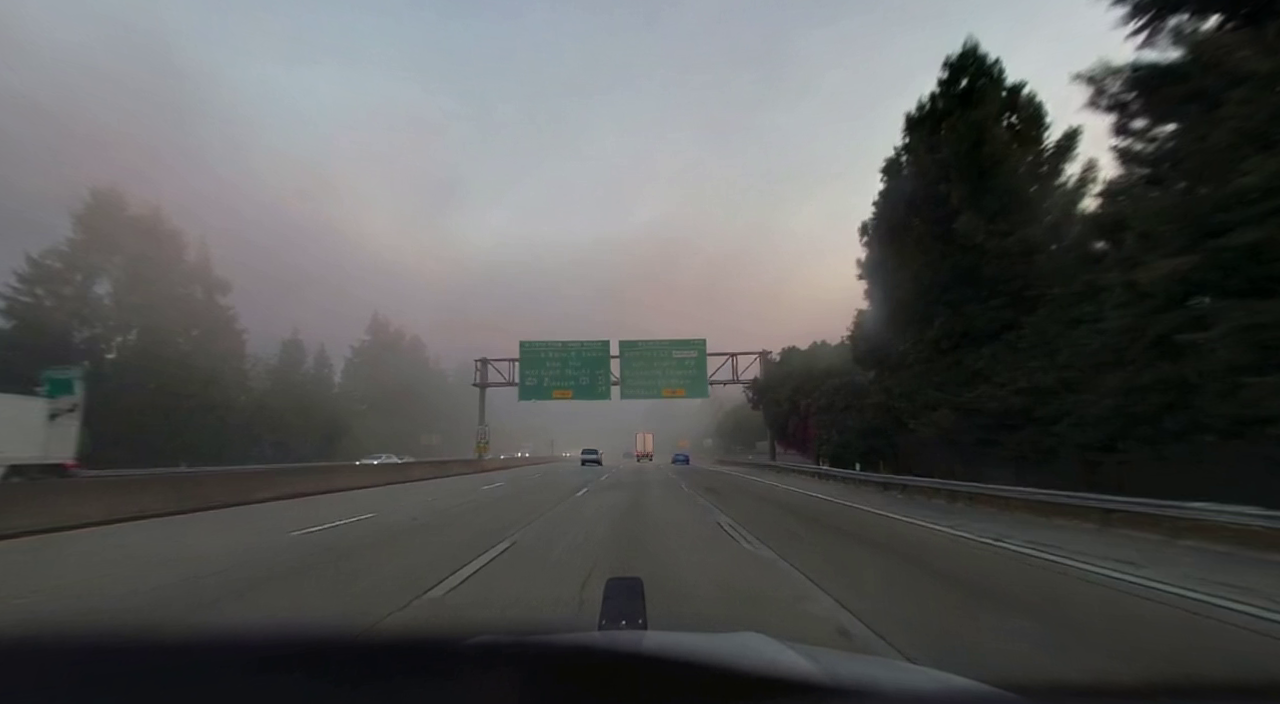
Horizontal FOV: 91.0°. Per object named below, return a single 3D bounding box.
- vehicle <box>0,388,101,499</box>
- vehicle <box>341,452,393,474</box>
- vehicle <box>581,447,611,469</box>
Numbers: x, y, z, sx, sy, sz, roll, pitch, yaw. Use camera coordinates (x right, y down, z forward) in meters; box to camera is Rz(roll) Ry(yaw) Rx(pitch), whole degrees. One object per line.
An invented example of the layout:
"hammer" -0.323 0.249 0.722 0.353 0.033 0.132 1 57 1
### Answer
"vehicle" -24.137 2.729 18.864 2.870 3.910 14.757 0 -8 0
"vehicle" -19.879 8.088 46.058 1.854 1.430 4.222 0 -8 1
"vehicle" -3.217 7.870 46.737 1.996 1.521 3.912 0 -8 0
